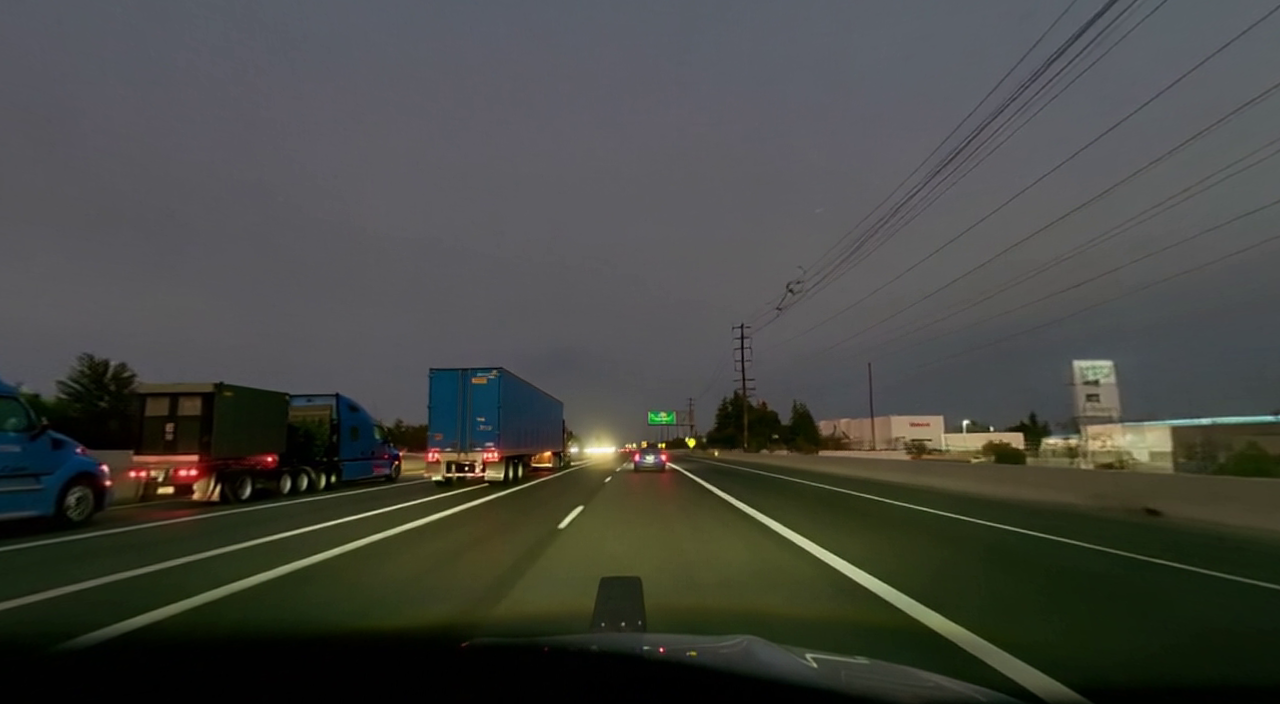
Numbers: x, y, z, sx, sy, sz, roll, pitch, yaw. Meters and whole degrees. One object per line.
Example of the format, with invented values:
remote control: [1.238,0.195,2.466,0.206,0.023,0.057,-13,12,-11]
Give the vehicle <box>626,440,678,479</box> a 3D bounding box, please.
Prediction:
vehicle: [0.445,4.600,27.236,2.055,1.514,4.323,0,-8,-1]

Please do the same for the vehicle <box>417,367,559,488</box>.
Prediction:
vehicle: [-6.118,3.677,29.095,2.907,4.081,15.311,0,-8,0]

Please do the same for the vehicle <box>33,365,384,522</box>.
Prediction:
vehicle: [-10.546,2.519,17.415,2.896,3.140,9.491,0,-8,0]
